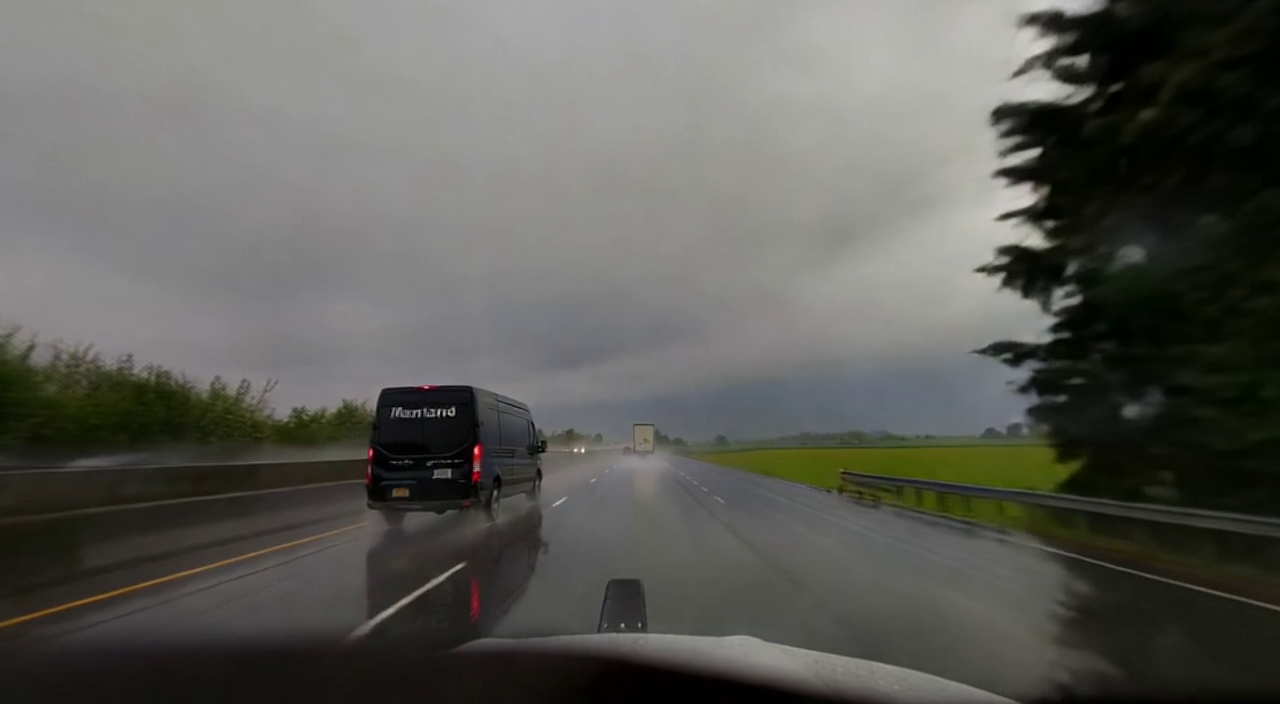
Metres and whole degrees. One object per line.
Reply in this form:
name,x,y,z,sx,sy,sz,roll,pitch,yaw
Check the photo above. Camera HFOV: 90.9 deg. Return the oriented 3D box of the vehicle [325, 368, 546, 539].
vehicle,-3.672,2.079,13.306,2.320,2.636,7.021,0,-9,0
